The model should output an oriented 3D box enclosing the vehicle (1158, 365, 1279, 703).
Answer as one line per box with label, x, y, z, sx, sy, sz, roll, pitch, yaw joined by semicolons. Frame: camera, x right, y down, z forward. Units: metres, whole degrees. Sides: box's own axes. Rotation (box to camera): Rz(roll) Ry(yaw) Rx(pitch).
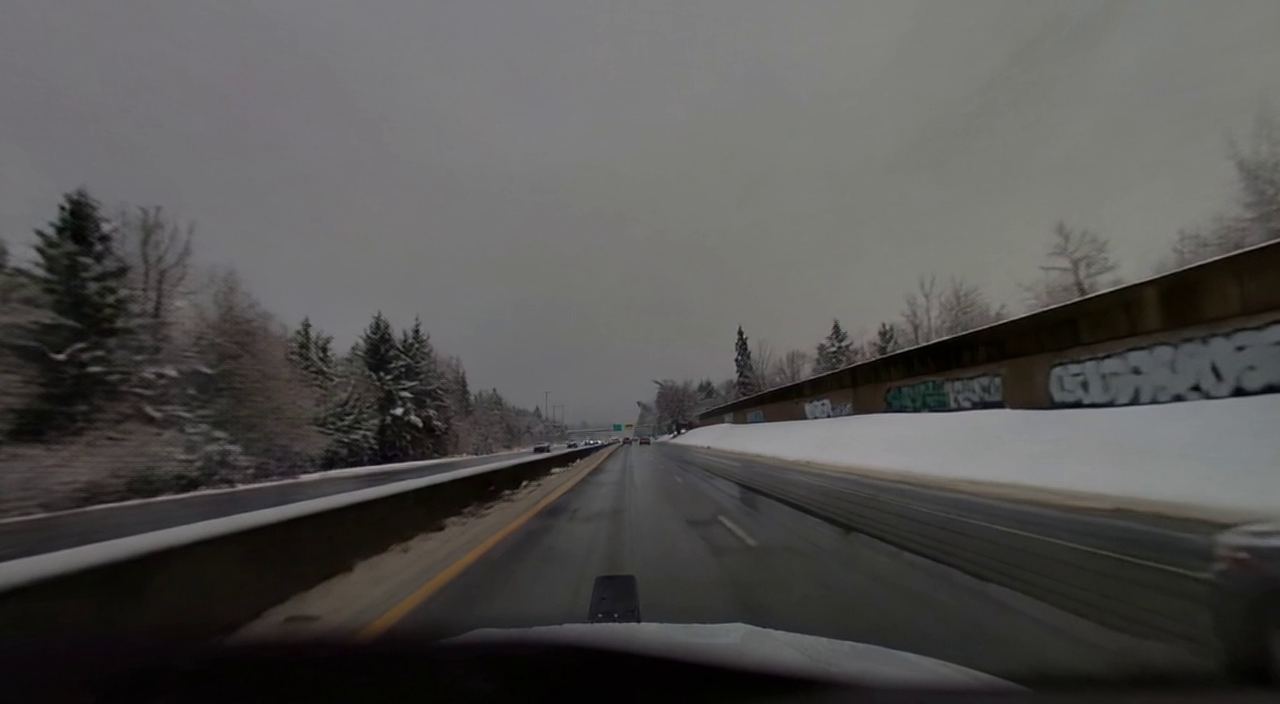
vehicle;3.540;0.663;1.266;1.841;1.556;3.618;0;-8;-1
